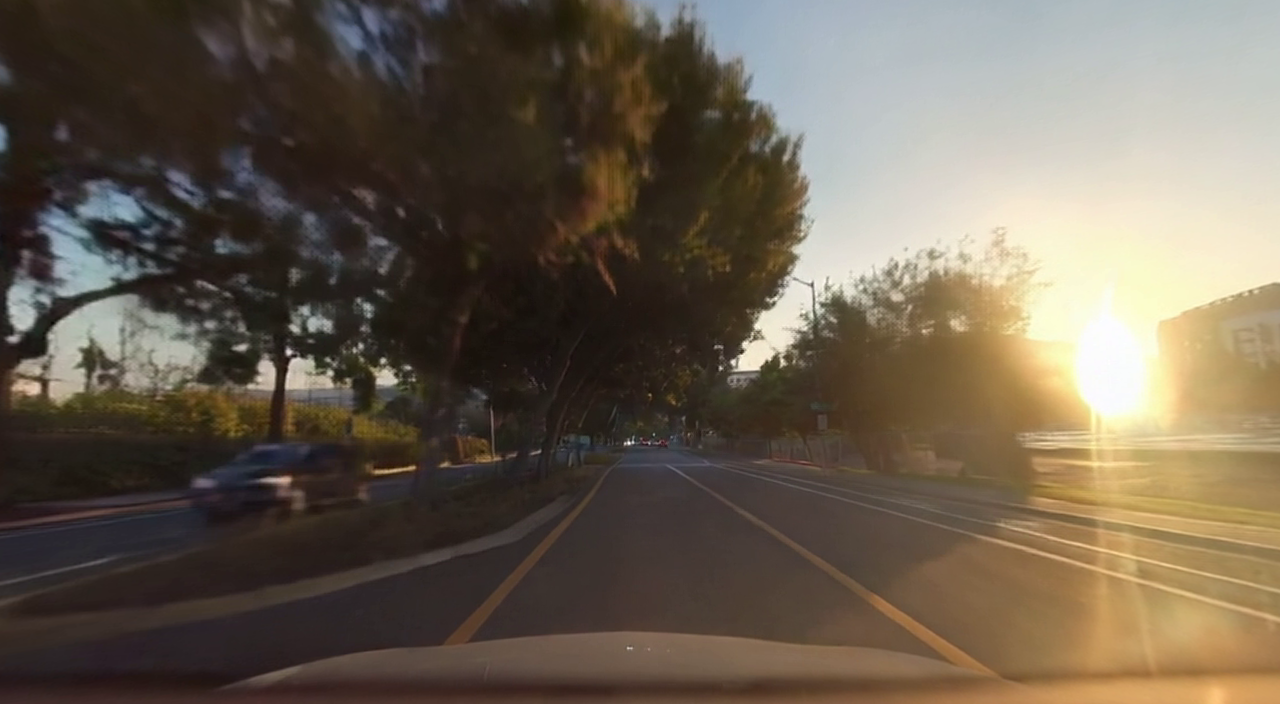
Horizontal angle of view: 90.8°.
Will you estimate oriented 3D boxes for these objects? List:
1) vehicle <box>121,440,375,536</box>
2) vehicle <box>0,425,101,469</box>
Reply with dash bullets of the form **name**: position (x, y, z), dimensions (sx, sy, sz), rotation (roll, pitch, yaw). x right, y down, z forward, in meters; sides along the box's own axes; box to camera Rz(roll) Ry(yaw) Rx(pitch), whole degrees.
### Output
- **vehicle**: position (-7.210, 2.504, 12.437), dimensions (2.055, 1.478, 4.842), rotation (0, -8, -2)
- **vehicle**: position (-48.629, 7.436, 48.986), dimensions (10.897, 3.109, 2.847), rotation (-1, -8, 0)
